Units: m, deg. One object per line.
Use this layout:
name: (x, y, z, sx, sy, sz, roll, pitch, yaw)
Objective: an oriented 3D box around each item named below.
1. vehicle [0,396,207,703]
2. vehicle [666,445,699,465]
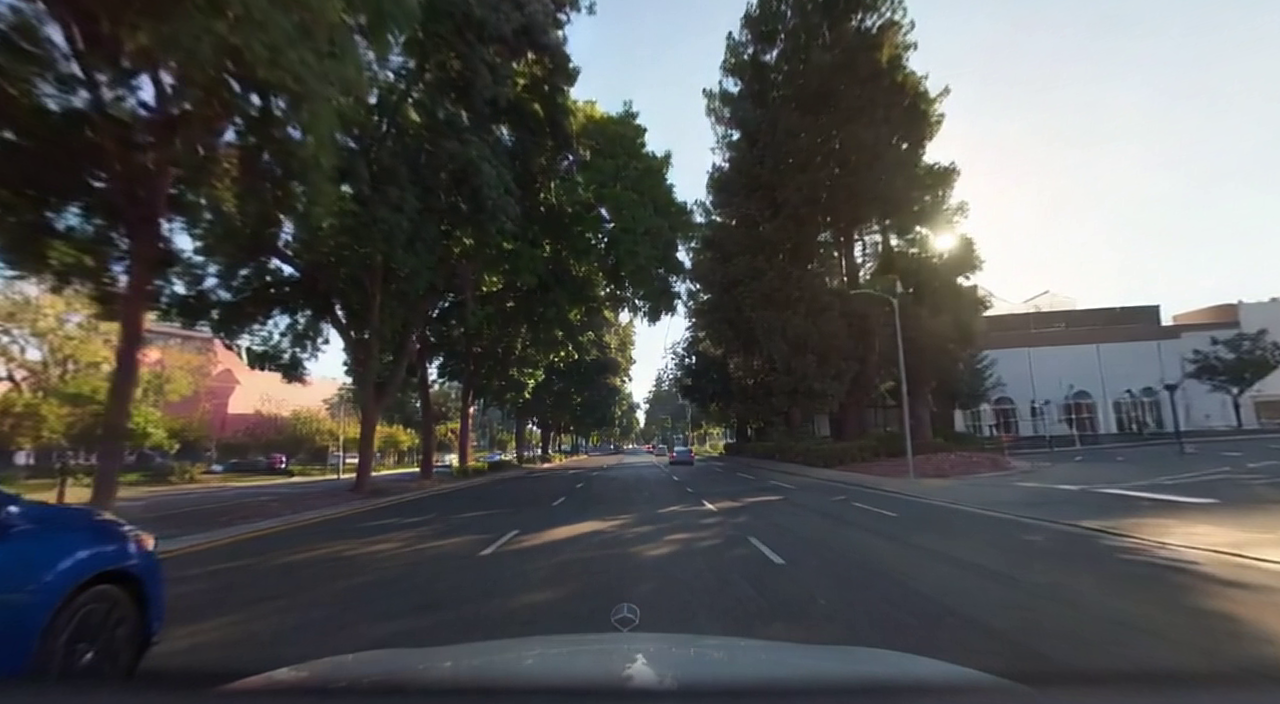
vehicle: (-3.555, 0.724, 1.084, 2.085, 1.497, 4.989, 0, -8, 0)
vehicle: (3.204, 7.860, 48.431, 2.033, 1.482, 4.571, 0, -8, -2)
